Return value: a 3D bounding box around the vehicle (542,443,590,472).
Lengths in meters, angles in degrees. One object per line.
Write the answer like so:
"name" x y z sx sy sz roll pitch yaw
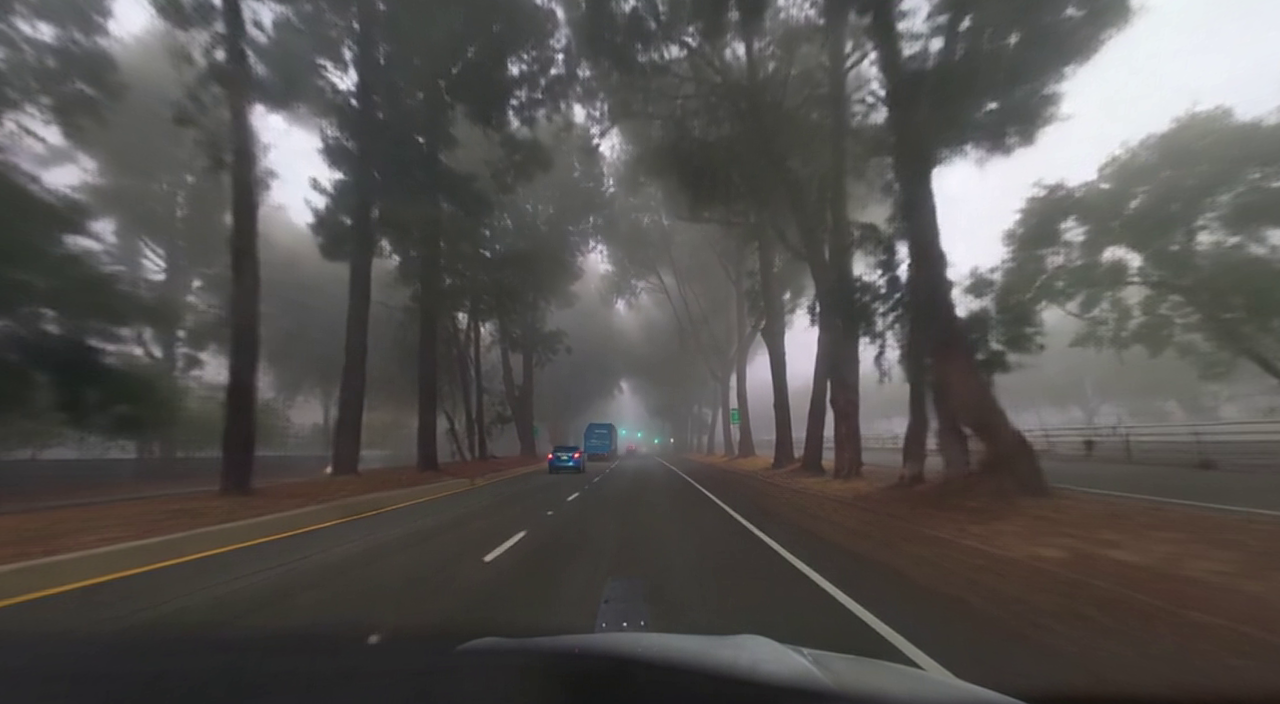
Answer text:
"vehicle" -3.941 5.706 34.261 2.005 1.462 4.345 0 -8 1
